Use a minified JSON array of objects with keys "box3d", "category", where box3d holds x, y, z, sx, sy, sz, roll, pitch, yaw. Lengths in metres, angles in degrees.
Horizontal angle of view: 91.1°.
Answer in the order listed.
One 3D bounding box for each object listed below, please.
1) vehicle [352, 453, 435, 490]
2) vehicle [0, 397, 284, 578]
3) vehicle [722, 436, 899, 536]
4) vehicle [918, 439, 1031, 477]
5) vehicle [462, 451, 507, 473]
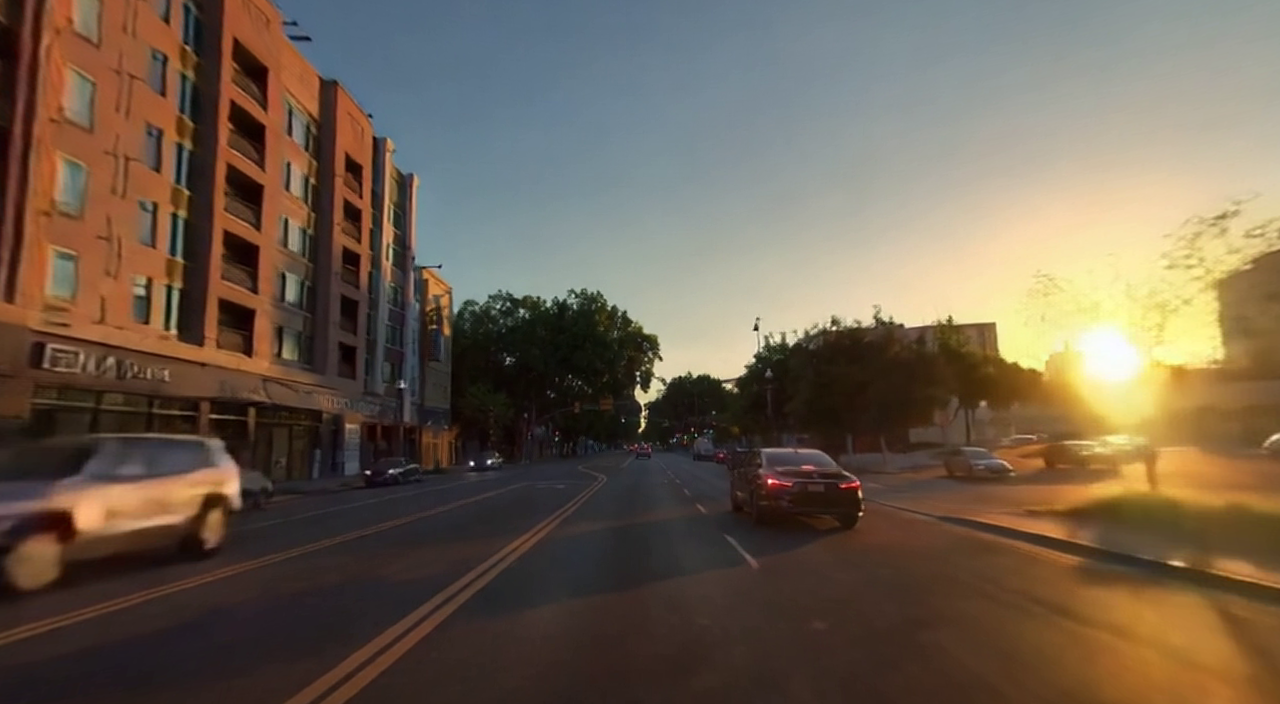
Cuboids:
[{"box3d":[-11.981,5.834,30.916,2.015,1.521,4.798,-1,-8,3],"category":"vehicle"},{"box3d":[-8.467,1.974,10.009,2.379,2.086,5.321,0,-9,0],"category":"vehicle"},{"box3d":[2.937,2.414,11.960,2.080,1.524,4.348,0,-9,-1],"category":"vehicle"},{"box3d":[16.194,5.143,30.568,4.412,1.503,1.771,-4,-8,0],"category":"vehicle"},{"box3d":[-11.782,8.404,47.944,1.944,1.575,4.895,-1,-10,3],"category":"vehicle"}]
